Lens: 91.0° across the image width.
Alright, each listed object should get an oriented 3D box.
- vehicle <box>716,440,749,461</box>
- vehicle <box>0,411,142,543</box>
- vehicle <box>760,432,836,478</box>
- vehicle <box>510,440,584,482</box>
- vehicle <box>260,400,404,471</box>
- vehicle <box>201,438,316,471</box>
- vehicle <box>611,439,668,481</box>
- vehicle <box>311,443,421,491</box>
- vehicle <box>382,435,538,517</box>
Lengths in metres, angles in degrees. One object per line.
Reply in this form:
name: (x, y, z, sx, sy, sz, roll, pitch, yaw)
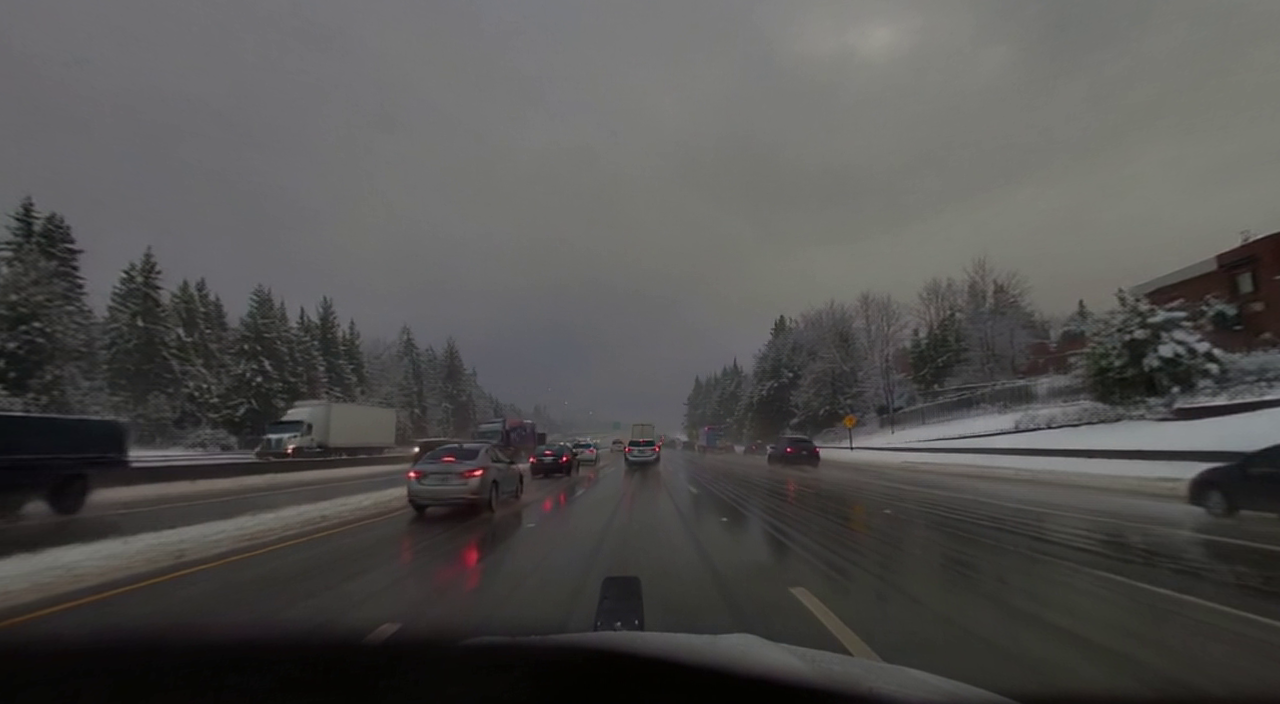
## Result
vehicle: (6.859, 7.402, 47.150, 1.895, 1.488, 4.254, 0, -9, 1)
vehicle: (-9.315, 1.581, 7.913, 2.194, 1.676, 4.743, 0, -9, 0)
vehicle: (6.467, 4.292, 26.343, 1.992, 1.745, 4.329, 0, -9, -1)
vehicle: (-3.481, 4.177, 24.467, 2.098, 1.463, 4.578, 0, -9, 1)
vehicle: (-18.678, 5.332, 39.523, 2.989, 3.764, 11.425, 0, -9, 1)
vehicle: (-22.516, 6.090, 37.637, 2.451, 1.797, 6.888, 0, -9, 1)
vehicle: (-0.027, 4.133, 24.373, 2.053, 1.461, 3.941, 0, -9, 0)
vehicle: (-9.186, 3.862, 21.485, 1.827, 1.472, 3.962, 0, -9, 2)
vehicle: (-3.563, 2.550, 13.412, 2.025, 1.449, 4.190, 0, -9, 1)
